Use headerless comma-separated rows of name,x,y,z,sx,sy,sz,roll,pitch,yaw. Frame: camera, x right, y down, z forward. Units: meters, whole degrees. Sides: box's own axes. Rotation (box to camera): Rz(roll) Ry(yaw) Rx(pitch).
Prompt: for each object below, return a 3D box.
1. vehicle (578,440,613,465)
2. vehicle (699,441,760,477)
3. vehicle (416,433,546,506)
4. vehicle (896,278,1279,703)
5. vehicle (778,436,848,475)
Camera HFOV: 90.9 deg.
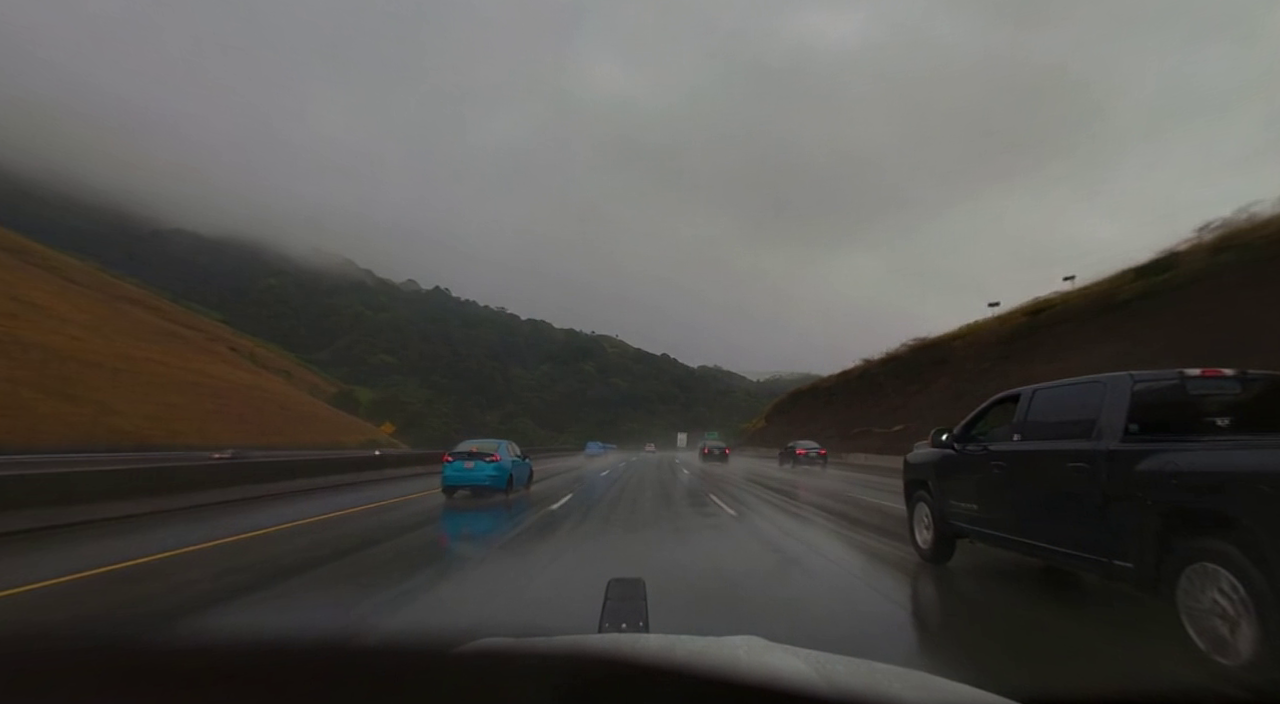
vehicle,-3.065,7.030,44.337,2.021,1.679,4.310,-1,-8,2
vehicle,3.949,4.782,28.553,2.046,1.471,4.333,0,-8,-1
vehicle,-3.932,2.991,16.540,2.113,1.636,4.494,-1,-8,2
vehicle,3.401,0.823,3.147,2.098,1.925,5.171,0,-8,1
vehicle,7.873,4.744,29.123,1.986,1.633,4.430,0,-8,0
